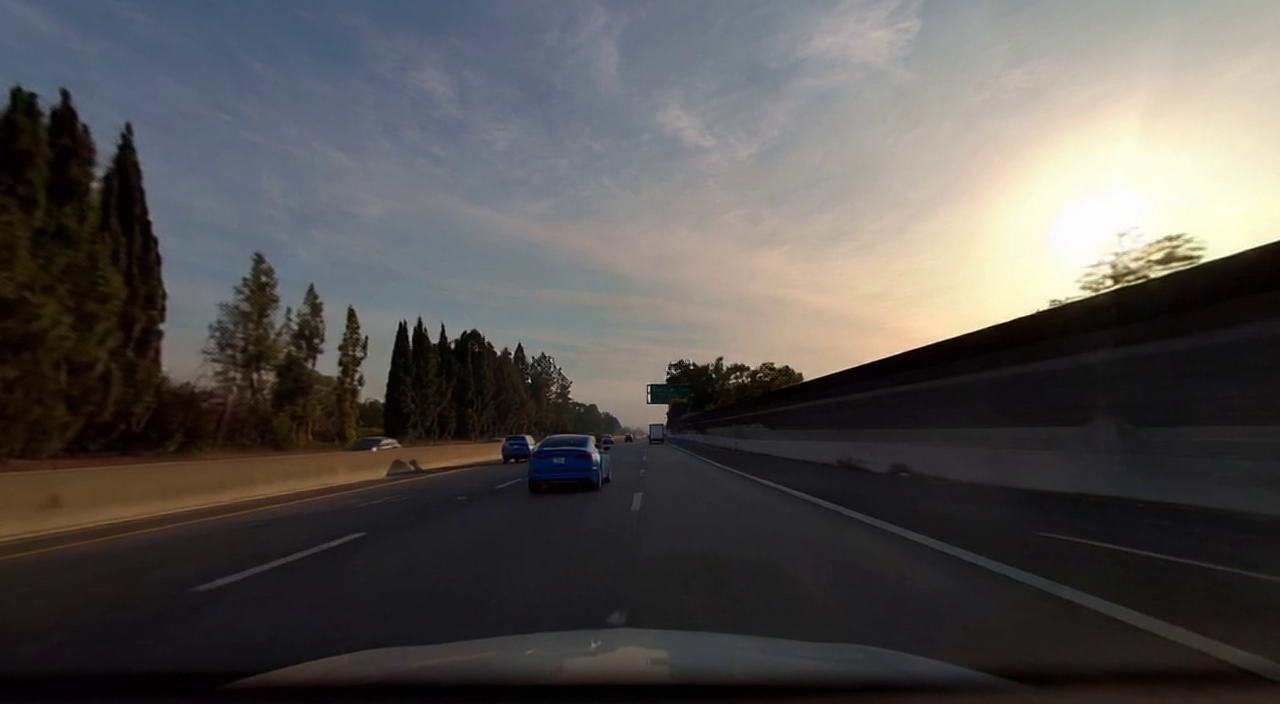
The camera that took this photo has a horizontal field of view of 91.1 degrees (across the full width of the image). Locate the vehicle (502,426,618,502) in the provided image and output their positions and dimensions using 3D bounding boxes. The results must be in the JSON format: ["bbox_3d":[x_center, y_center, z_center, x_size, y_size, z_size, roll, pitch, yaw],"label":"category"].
[{"bbox_3d":[-1.675,2.507,14.586,2.079,1.500,3.881,0,-8,2],"label":"vehicle"}]

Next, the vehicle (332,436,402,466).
[{"bbox_3d":[-15.321,5.552,35.487,2.035,1.566,4.061,0,-8,1],"label":"vehicle"}]
